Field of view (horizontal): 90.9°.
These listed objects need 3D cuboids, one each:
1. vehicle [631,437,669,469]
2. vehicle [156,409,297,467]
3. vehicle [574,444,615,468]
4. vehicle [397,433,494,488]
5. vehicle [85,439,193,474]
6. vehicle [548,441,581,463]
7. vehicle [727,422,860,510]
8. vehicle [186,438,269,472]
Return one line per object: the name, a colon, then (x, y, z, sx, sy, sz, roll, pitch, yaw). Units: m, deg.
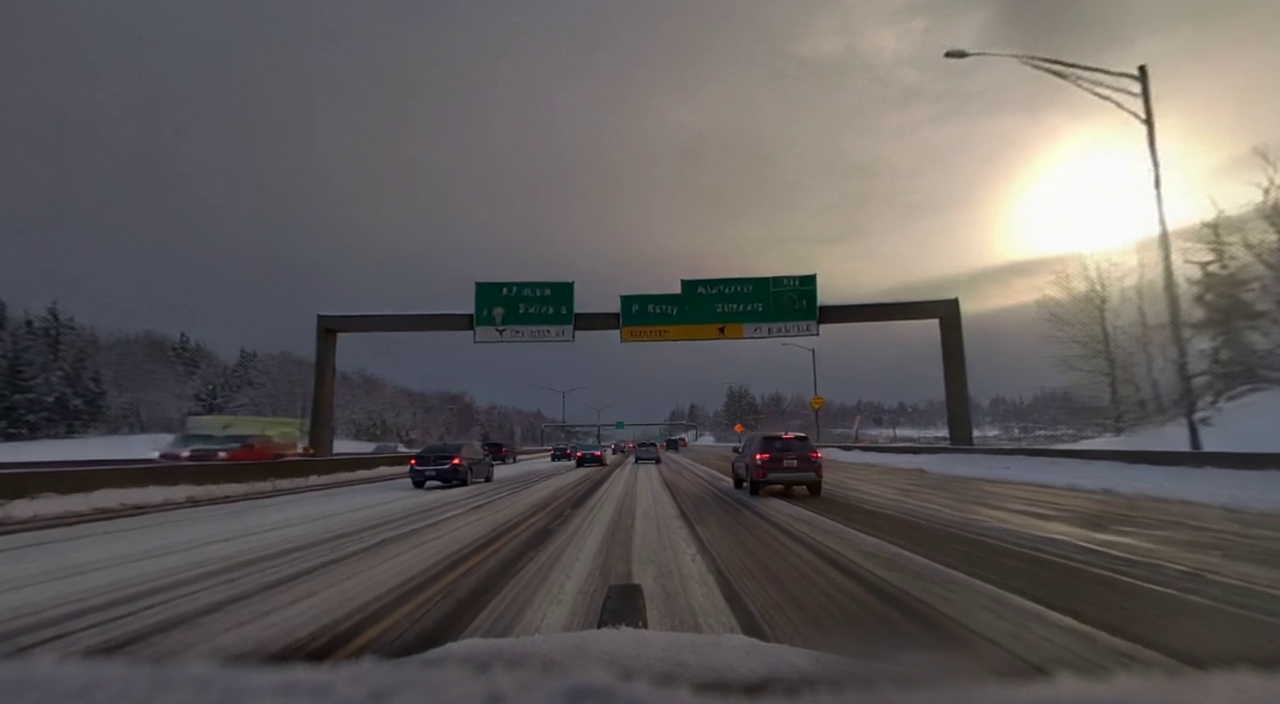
vehicle: (0.592, 5.973, 37.459, 2.133, 1.739, 3.925, 0, -8, 2)
vehicle: (-29.462, 6.285, 45.798, 2.954, 3.722, 10.346, 0, -8, 1)
vehicle: (-2.826, 6.569, 40.088, 2.205, 1.406, 4.286, 0, -8, 2)
vehicle: (-6.468, 3.633, 21.513, 1.946, 1.688, 4.019, 0, -8, 1)
vehicle: (-22.986, 4.795, 29.127, 1.845, 1.481, 3.724, 0, -8, 2)
vehicle: (-5.901, 7.853, 49.696, 1.992, 1.604, 3.966, 0, -8, 1)
vehicle: (3.559, 2.736, 15.656, 2.083, 1.823, 4.627, 0, -8, -1)
vehicle: (-19.129, 4.785, 29.431, 1.536, 1.439, 3.473, -1, -9, 0)
